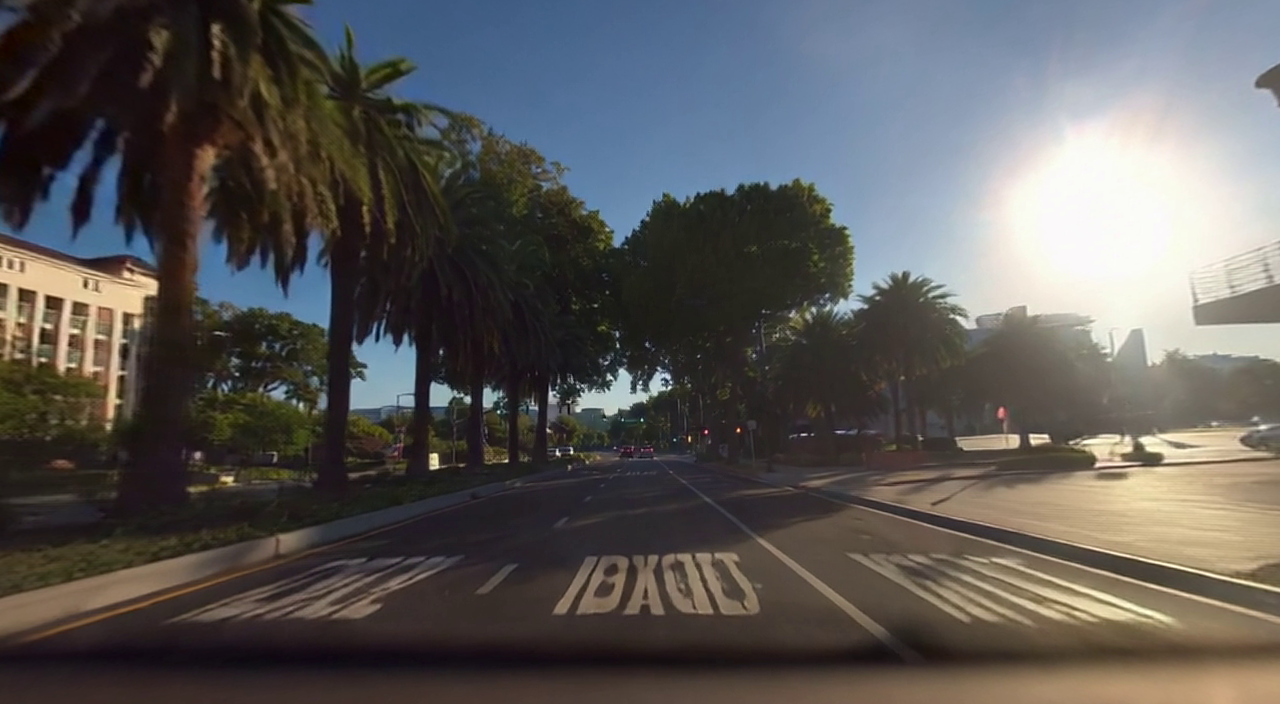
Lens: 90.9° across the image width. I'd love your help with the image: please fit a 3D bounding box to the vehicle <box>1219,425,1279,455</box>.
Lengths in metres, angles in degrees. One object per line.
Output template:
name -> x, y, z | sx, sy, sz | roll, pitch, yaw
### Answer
vehicle -> 34.396, 4.731, 33.899 | 1.820, 1.571, 4.697 | 0, -9, -3
